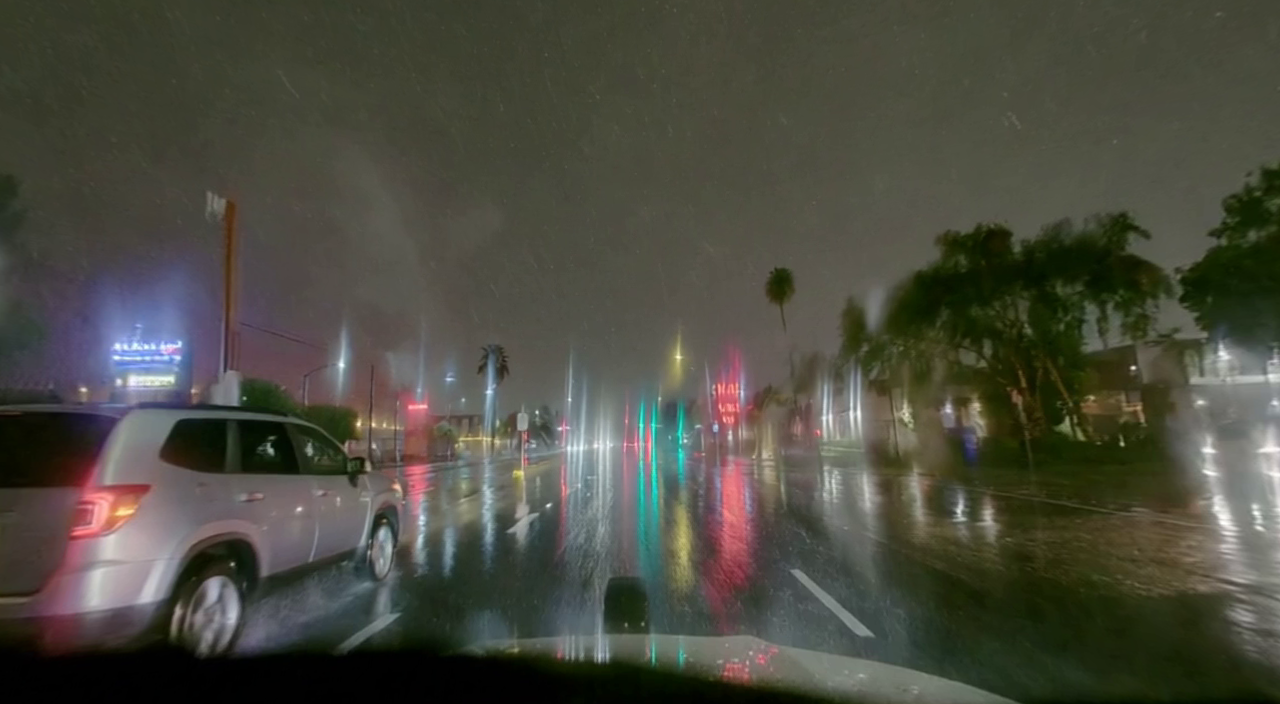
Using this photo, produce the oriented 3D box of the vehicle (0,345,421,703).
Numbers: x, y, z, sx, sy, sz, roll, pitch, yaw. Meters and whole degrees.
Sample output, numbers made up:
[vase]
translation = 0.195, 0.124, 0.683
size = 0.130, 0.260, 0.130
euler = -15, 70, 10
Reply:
[vehicle]
translation = -3.517, 1.154, 4.701
size = 2.062, 1.693, 4.669
euler = 0, -8, 0
